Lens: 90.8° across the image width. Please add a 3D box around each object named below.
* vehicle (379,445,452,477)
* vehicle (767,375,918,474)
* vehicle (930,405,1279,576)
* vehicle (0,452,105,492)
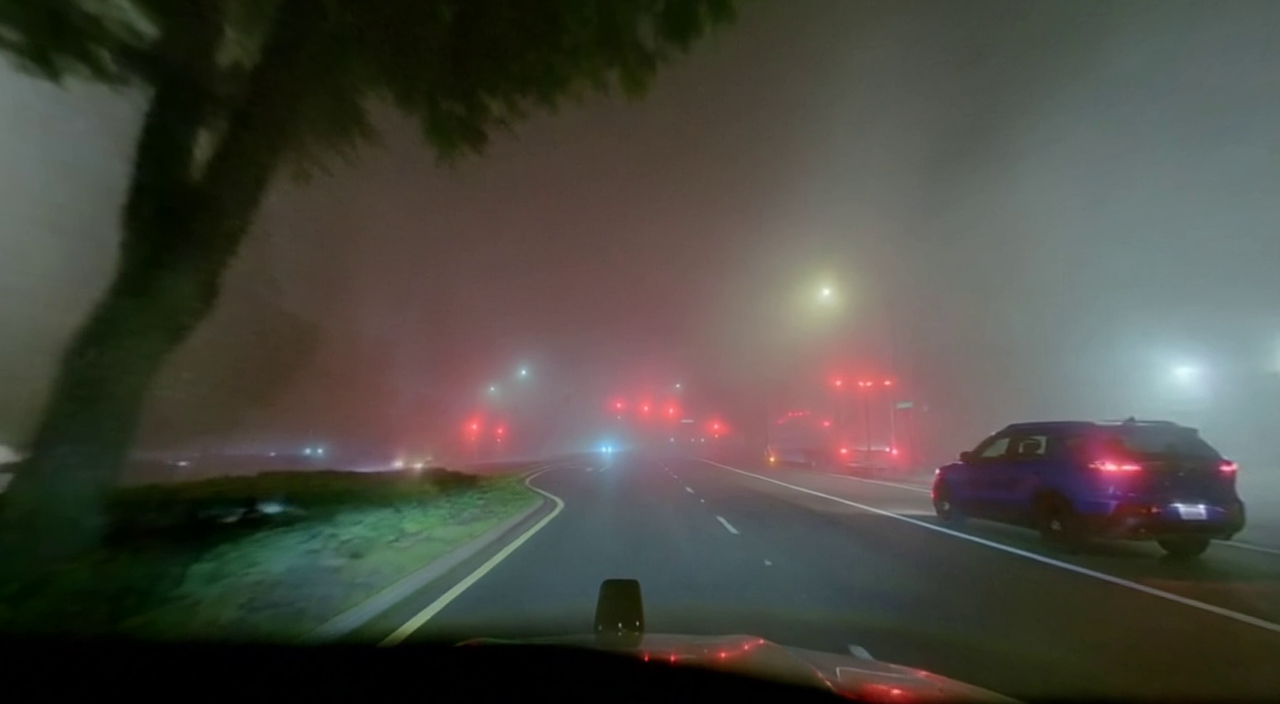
[{"bbox_3d":[-11.247,5.487,32.057,1.954,1.496,4.590,0,-8,1],"label":"vehicle"},{"bbox_3d":[10.310,4.287,35.420,2.975,4.201,17.050,0,-8,0],"label":"vehicle"},{"bbox_3d":[6.227,1.773,8.912,2.012,1.754,4.635,0,-8,-1],"label":"vehicle"},{"bbox_3d":[-24.751,4.819,25.479,4.499,1.507,1.978,0,-8,0],"label":"vehicle"}]
